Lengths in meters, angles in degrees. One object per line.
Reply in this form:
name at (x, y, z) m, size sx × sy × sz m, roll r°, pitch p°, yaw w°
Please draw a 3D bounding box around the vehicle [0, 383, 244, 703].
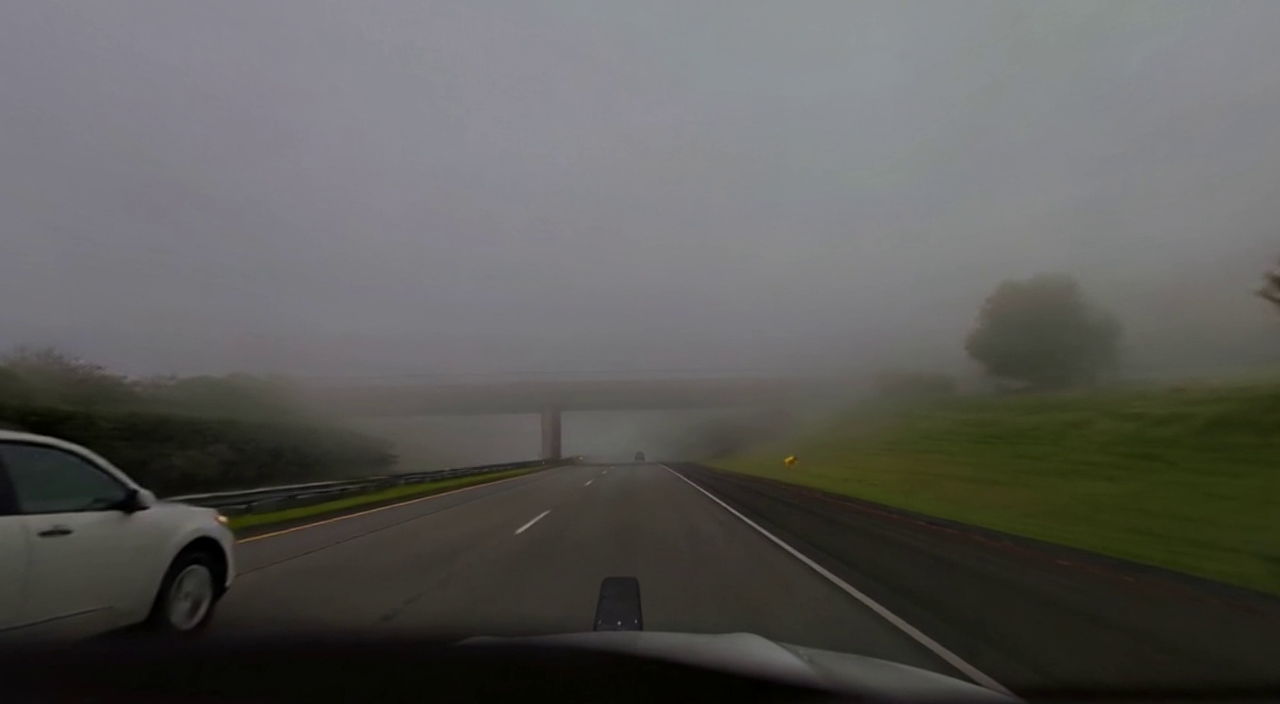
vehicle at (-3.932, 0.915, 2.374) m, size 2.082 × 1.668 × 4.274 m, roll 0°, pitch -9°, yaw -1°
